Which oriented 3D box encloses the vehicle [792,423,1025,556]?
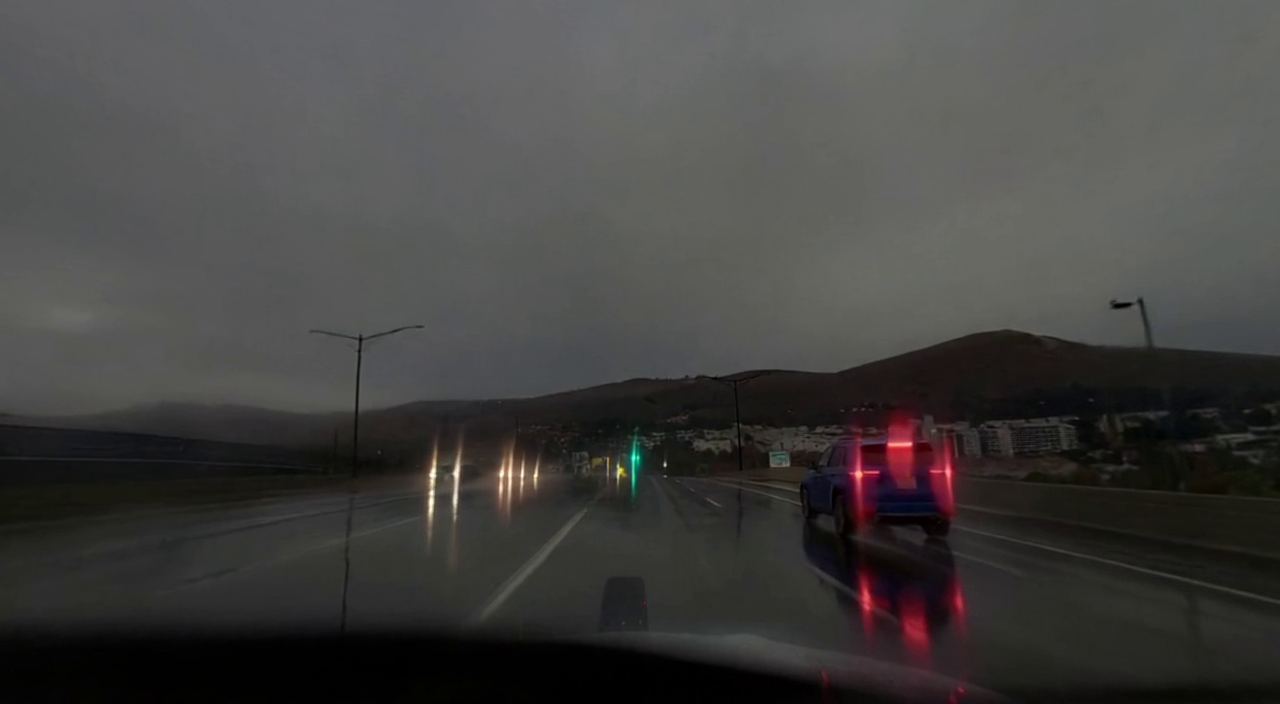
[{"bbox_3d":[4.050,2.140,10.496,1.989,1.730,4.324,0,-9,1],"label":"vehicle"}]

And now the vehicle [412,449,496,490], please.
[{"bbox_3d":[-10.046,6.386,34.741,2.597,2.034,6.006,0,-9,2],"label":"vehicle"}]
